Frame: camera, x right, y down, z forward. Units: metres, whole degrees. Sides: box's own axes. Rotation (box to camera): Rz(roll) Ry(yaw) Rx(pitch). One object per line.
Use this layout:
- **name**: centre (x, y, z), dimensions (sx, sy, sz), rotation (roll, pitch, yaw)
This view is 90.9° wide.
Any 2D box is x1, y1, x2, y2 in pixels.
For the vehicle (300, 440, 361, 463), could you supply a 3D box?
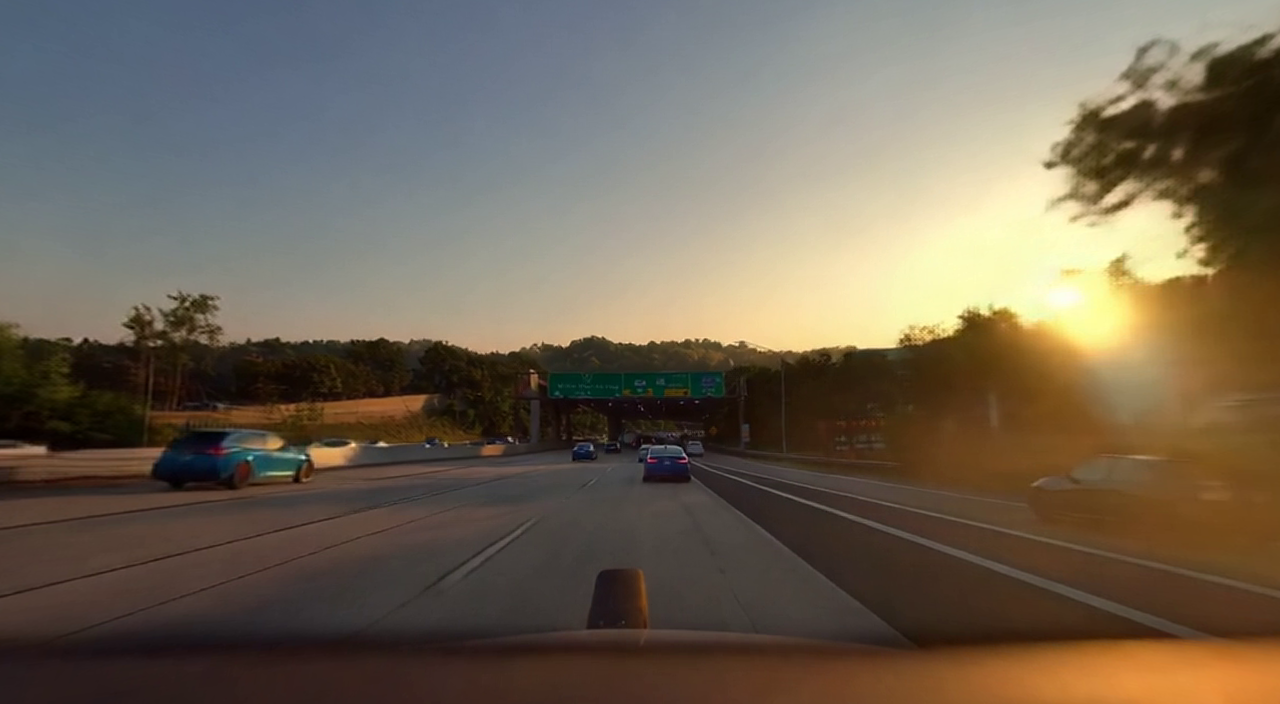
- **vehicle**: centre (-20.964, 6.718, 42.913), dimensions (1.820, 1.474, 4.497), rotation (0, -8, 1)

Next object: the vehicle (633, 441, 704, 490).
- **vehicle**: centre (0.863, 3.709, 21.030), dimensions (2.113, 1.464, 4.073), rotation (0, -8, 0)

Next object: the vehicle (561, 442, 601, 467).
- **vehicle**: centre (-3.670, 6.503, 40.158), dimensions (2.047, 1.497, 4.208), rotation (0, -8, 2)

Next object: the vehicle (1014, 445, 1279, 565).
- **vehicle**: centre (8.375, 2.220, 10.047), dimensions (2.030, 1.442, 4.358), rotation (0, -8, -2)

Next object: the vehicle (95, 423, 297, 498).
- **vehicle**: centre (-11.168, 2.745, 16.368), dimensions (1.950, 1.664, 4.403), rotation (0, -8, 1)
